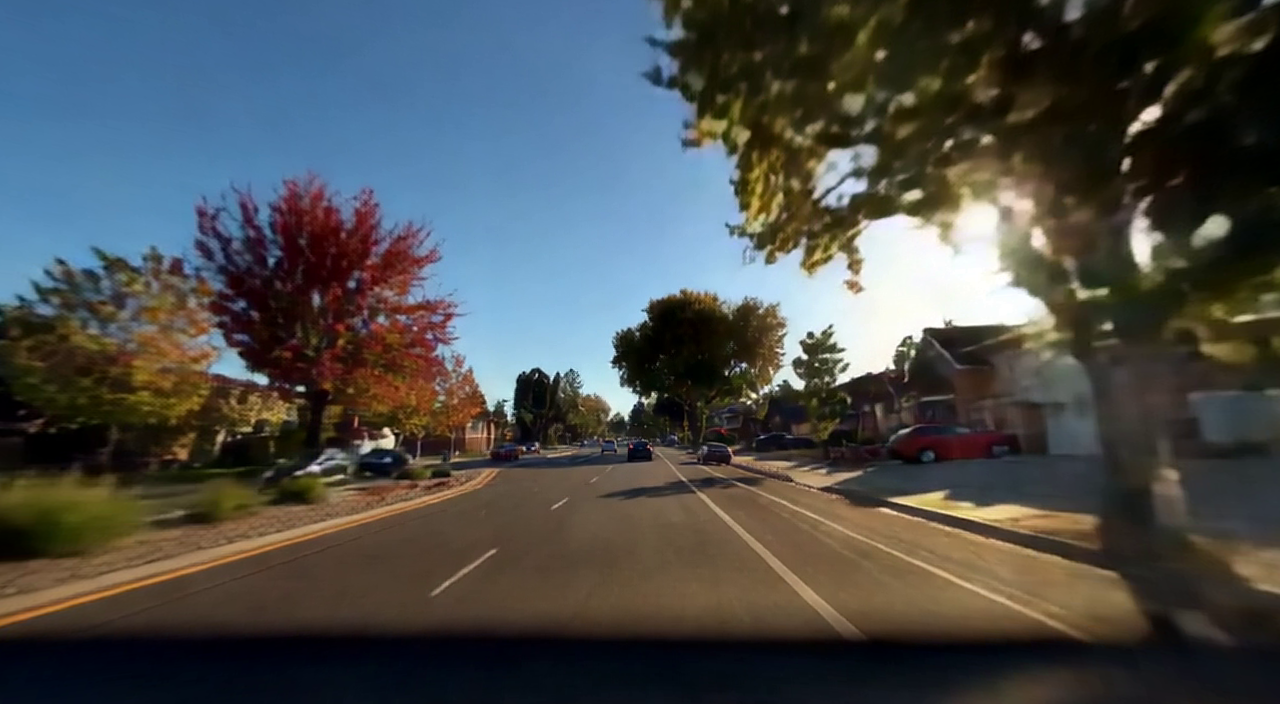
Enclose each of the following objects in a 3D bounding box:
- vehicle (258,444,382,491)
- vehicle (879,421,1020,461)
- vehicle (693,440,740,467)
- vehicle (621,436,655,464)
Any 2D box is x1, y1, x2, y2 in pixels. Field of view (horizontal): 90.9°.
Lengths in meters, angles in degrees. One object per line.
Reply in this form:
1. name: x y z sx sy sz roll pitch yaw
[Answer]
1. vehicle: -11.460 4.125 23.056 2.003 1.457 4.762 -2 -8 1
2. vehicle: 12.661 3.678 26.041 4.720 1.535 2.079 0 -9 3
3. vehicle: 4.375 5.879 36.733 2.080 1.469 4.898 0 -8 -1
4. vehicle: -0.123 6.242 40.262 2.024 1.655 4.301 0 -8 0
